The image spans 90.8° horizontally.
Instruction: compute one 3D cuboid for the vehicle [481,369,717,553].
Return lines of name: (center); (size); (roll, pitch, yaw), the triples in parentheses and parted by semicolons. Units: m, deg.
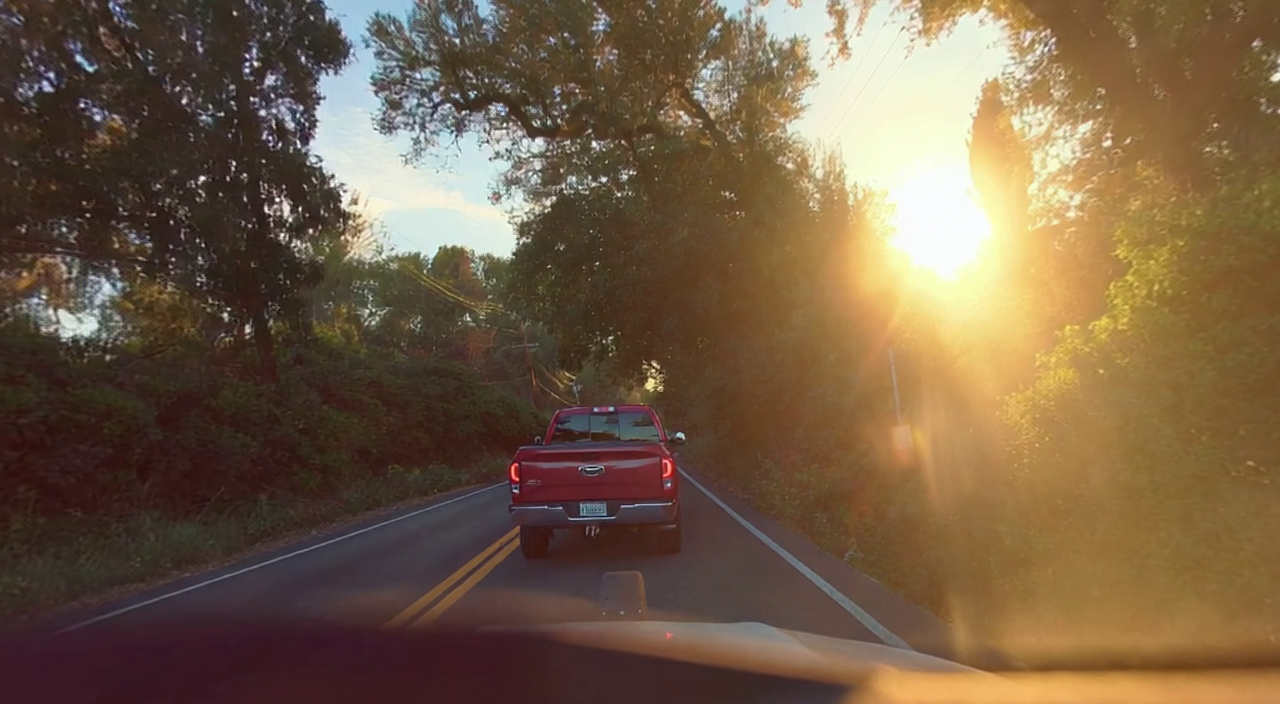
vehicle: (-0.527, 1.749, 10.673); (2.837, 2.223, 5.885); (0, -8, -1)
